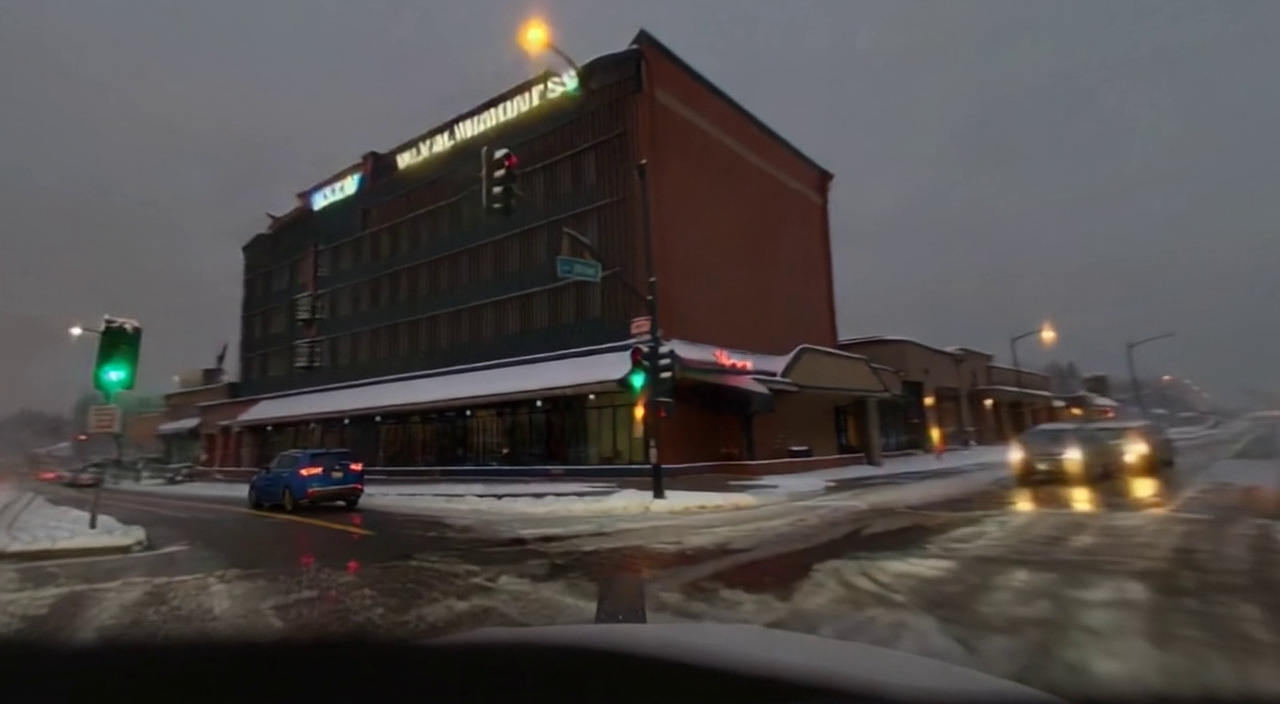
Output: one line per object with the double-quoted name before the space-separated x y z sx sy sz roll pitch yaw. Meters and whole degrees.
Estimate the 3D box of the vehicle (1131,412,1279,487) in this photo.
"vehicle" 13.730 2.340 15.251 4.210 1.529 2.163 7 -12 -43

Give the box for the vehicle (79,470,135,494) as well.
"vehicle" -41.553 10.091 49.213 3.855 1.627 1.943 -5 -10 28

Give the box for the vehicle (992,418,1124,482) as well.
"vehicle" 11.985 2.764 18.011 4.342 1.596 2.005 7 -11 -42

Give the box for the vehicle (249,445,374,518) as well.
"vehicle" -9.515 3.577 18.123 2.238 1.762 4.445 6 -11 -39
